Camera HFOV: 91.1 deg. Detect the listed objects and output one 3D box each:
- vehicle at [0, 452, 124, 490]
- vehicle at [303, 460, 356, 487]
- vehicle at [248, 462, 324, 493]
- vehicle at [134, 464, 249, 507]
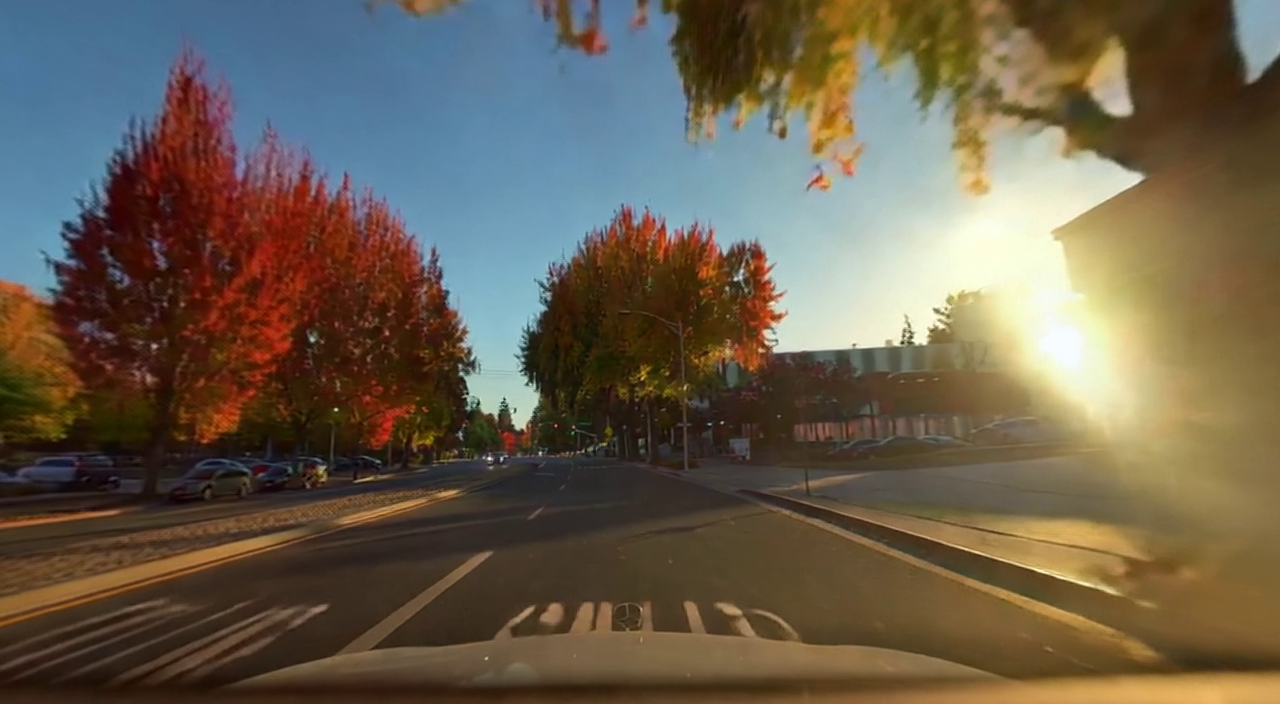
[{"bbox_3d":[-30.031,5.962,31.697,5.746,1.807,2.140,1,-9,-5],"label":"vehicle"},{"bbox_3d":[-20.716,8.077,42.073,1.896,1.495,4.108,-4,-9,-6],"label":"vehicle"},{"bbox_3d":[-20.035,7.099,35.758,1.887,1.490,4.432,0,-9,-3],"label":"vehicle"},{"bbox_3d":[-19.208,5.692,27.193,1.956,1.550,4.375,1,-9,-4],"label":"vehicle"}]
